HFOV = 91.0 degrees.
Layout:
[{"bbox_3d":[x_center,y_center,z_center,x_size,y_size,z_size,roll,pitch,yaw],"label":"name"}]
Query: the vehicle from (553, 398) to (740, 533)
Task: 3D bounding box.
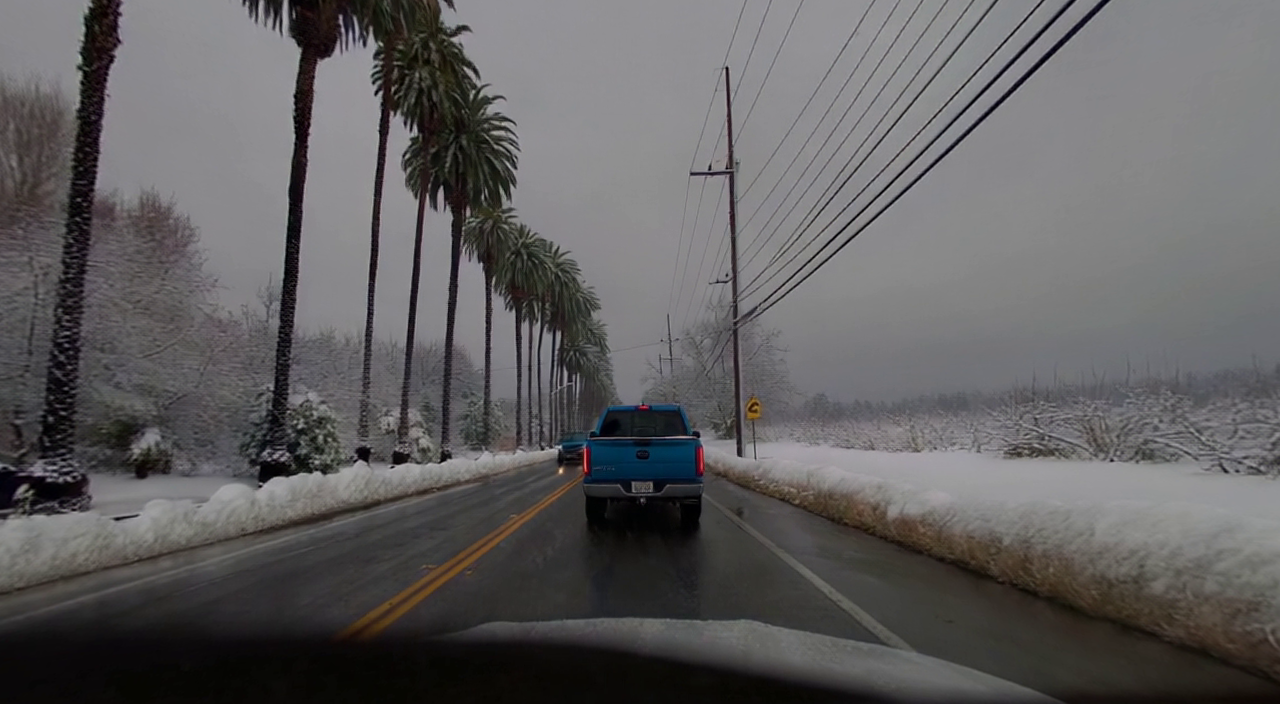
[{"bbox_3d":[0.068,2.146,12.470,2.803,2.005,5.885,0,-8,-1],"label":"vehicle"}]
